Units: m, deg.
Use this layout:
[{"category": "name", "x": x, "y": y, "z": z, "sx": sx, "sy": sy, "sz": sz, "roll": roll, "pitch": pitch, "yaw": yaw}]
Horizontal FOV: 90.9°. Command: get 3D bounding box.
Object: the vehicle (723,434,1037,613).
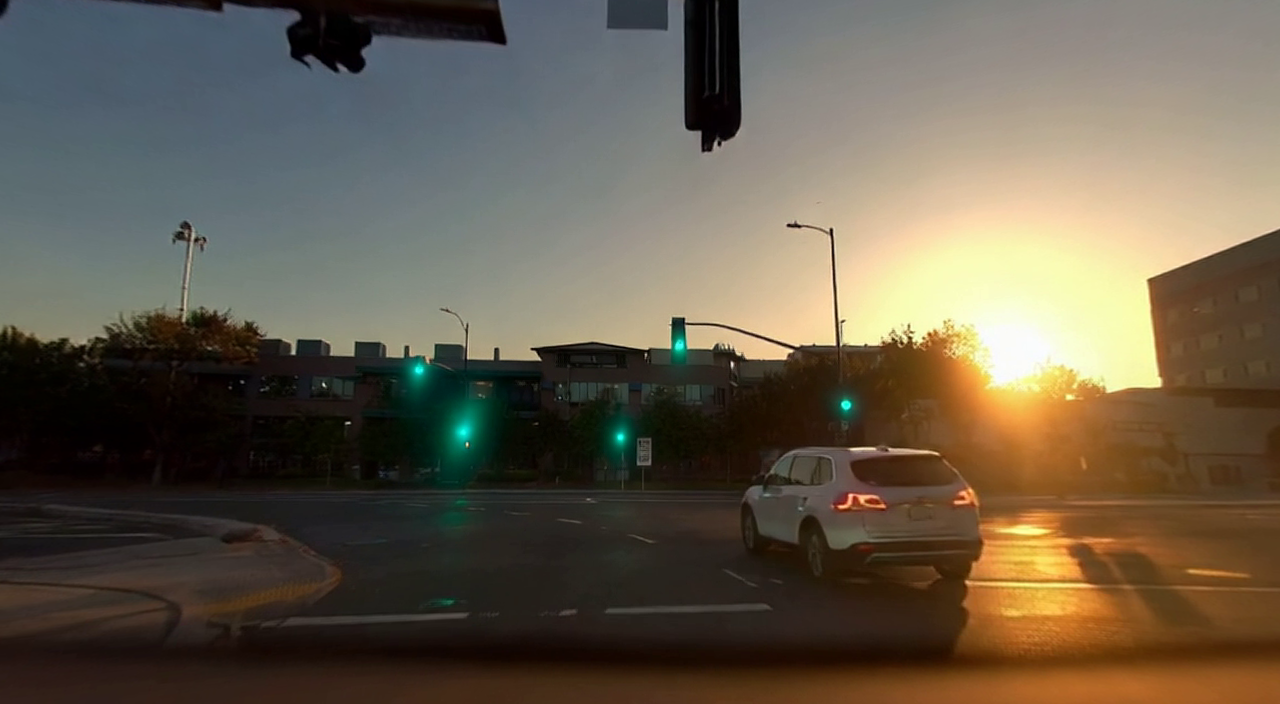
[{"category": "vehicle", "x": 2.603, "y": 1.937, "z": 8.171, "sx": 1.938, "sy": 1.648, "sz": 4.211, "roll": 1, "pitch": -9, "yaw": -8}]
